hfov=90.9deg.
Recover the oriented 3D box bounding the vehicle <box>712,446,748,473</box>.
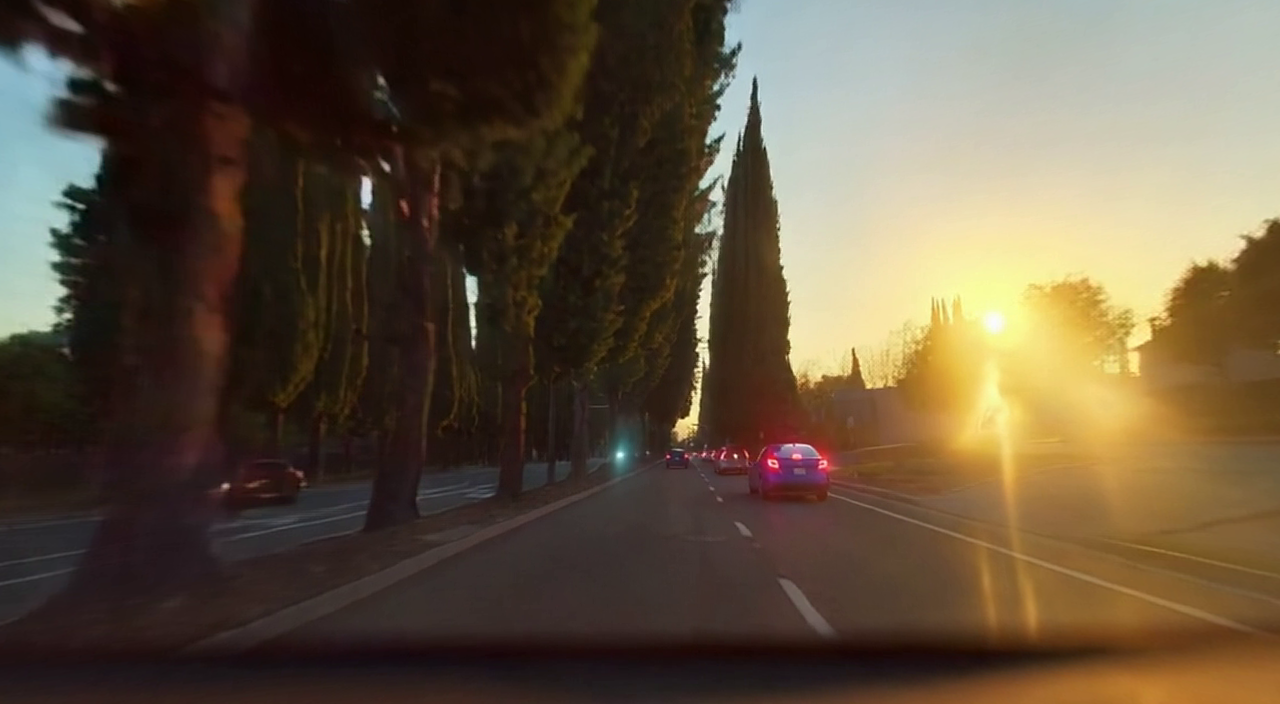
[{"bbox_3d":[6.047,7.261,42.789,2.110,1.666,3.912,-1,-8,4],"label":"vehicle"}]

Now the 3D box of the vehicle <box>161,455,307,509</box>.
[{"bbox_3d":[-13.437,4.291,21.227,1.874,1.521,4.244,-1,-8,4],"label":"vehicle"}]

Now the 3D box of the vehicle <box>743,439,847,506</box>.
[{"bbox_3d":[4.190,3.293,17.776,2.052,1.639,4.123,-1,-8,3],"label":"vehicle"}]
